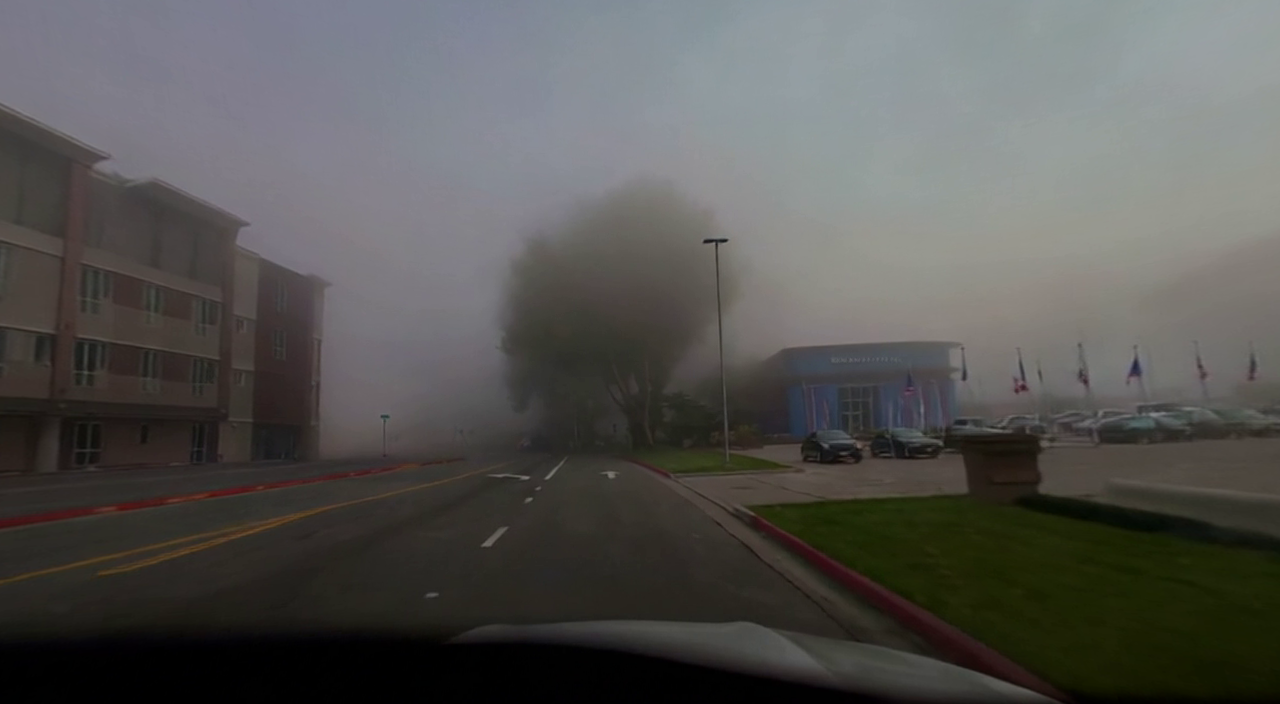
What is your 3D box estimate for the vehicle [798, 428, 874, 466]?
[{"bbox_3d":[8.446,4.107,27.437,1.769,1.516,3.520,1,-8,-8],"label":"vehicle"}]
